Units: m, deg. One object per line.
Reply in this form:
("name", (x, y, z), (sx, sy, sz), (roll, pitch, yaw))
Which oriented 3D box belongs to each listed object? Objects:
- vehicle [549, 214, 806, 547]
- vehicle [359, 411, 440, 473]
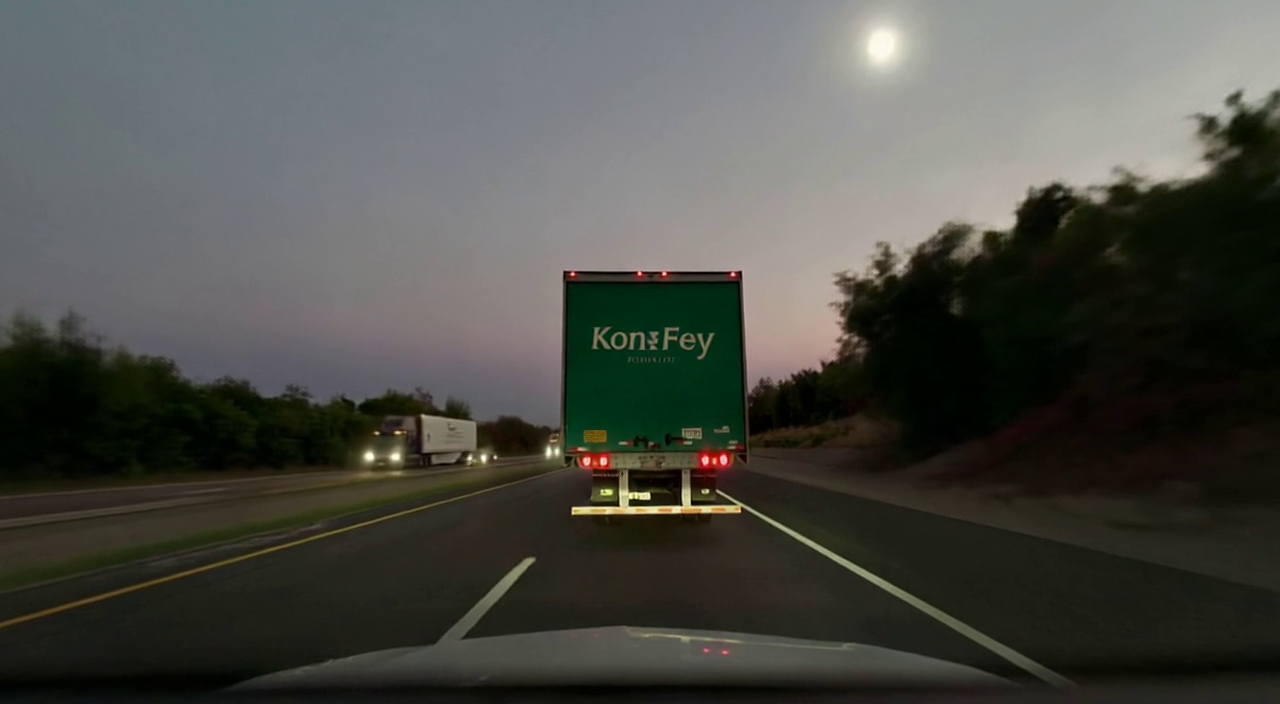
("vehicle", (0.475, 1.402, 15.359), (3.230, 4.377, 14.405), (0, -9, 0))
("vehicle", (-16.318, 6.230, 43.221), (3.001, 3.922, 5.958), (0, -9, 1))
